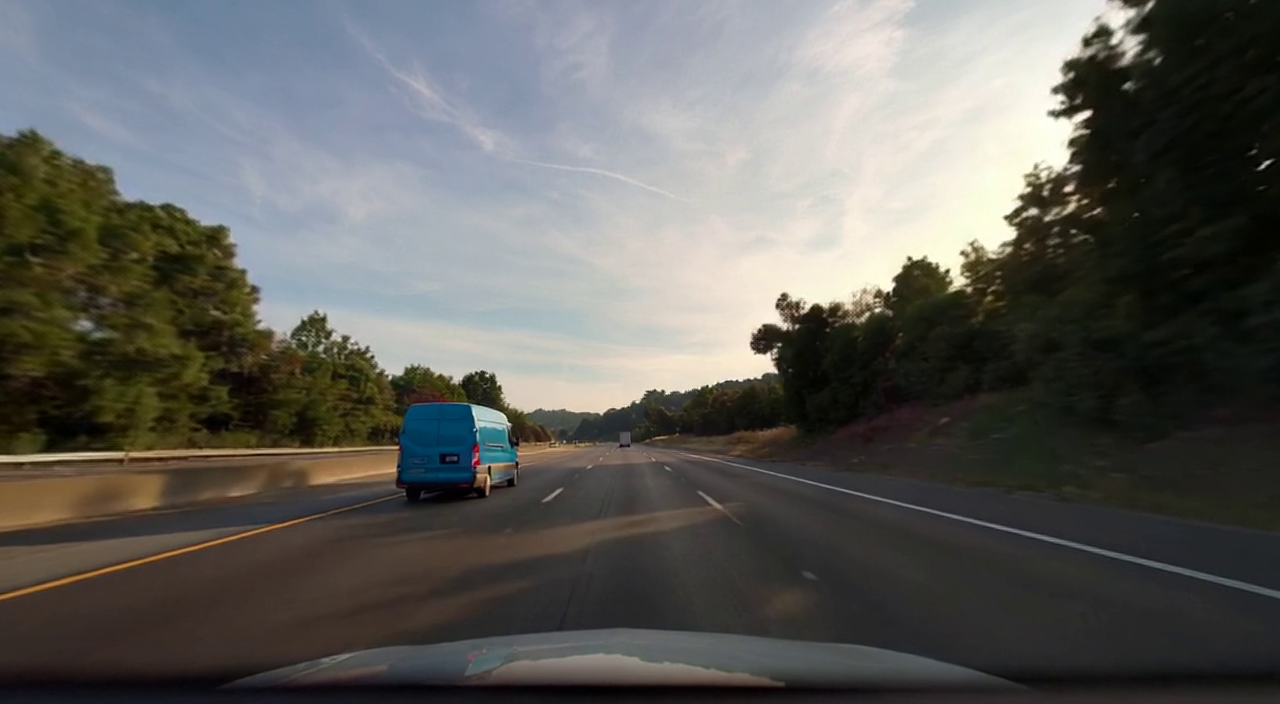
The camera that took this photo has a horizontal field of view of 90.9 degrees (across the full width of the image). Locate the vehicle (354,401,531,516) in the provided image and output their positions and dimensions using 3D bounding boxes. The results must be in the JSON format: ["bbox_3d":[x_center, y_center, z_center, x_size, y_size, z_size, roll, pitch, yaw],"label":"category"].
[{"bbox_3d":[-3.887,2.199,13.520,2.297,2.011,4.736,0,-8,0],"label":"vehicle"}]
